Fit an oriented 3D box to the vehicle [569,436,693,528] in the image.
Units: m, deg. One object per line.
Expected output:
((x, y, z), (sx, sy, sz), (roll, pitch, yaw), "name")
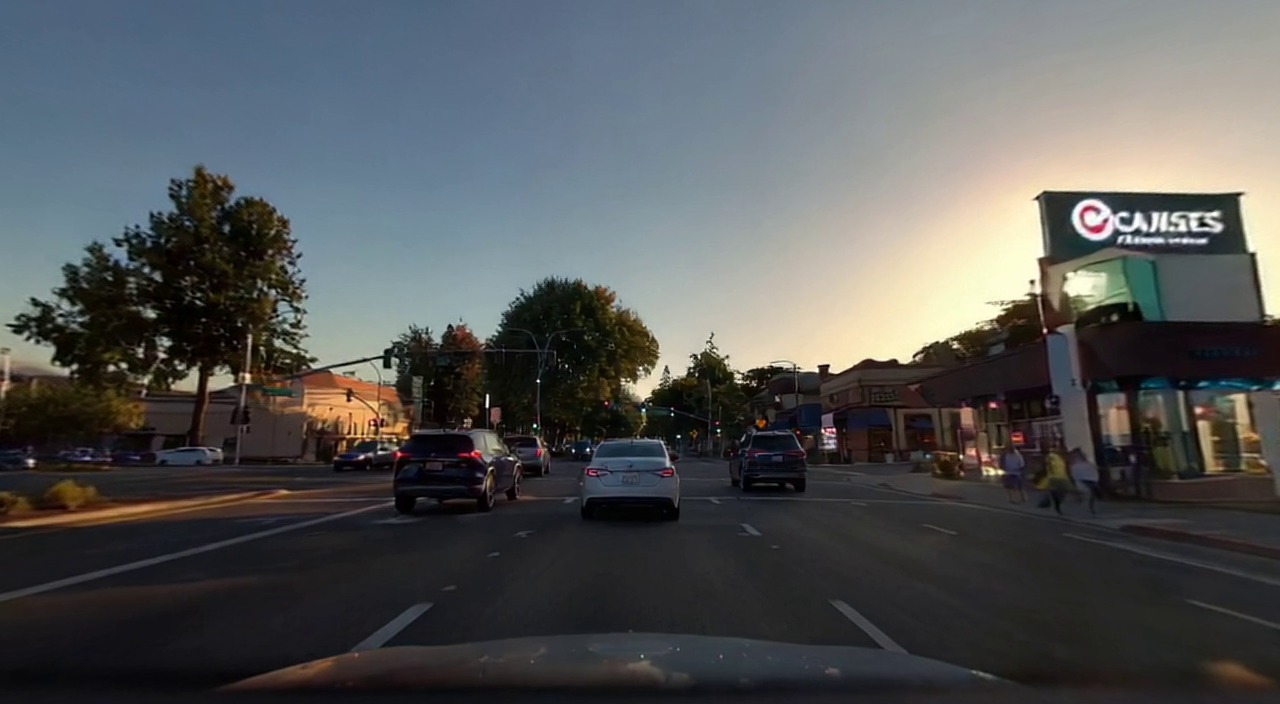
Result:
((-0.152, 2.537, 12.887), (2.121, 1.563, 4.031), (0, -8, 0), "vehicle")

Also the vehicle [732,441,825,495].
((4.205, 3.579, 19.847), (1.979, 1.485, 4.207), (0, -8, 0), "vehicle")

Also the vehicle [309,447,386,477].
((-15.451, 5.816, 33.629), (1.896, 1.468, 4.573), (0, -8, 0), "vehicle")

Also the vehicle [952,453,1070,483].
((19.105, 5.989, 32.672), (4.795, 1.457, 1.986), (0, -8, 4), "vehicle")

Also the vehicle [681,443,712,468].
((4.014, 7.341, 45.014), (1.848, 1.665, 3.747), (0, -8, 0), "vehicle")

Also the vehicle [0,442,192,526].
((-12.167, 2.661, 13.361), (1.900, 1.466, 4.627), (0, -8, 1), "vehicle")

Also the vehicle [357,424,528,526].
((-3.644, 2.340, 12.531), (1.983, 1.685, 3.997), (0, -8, 2), "vehicle")
